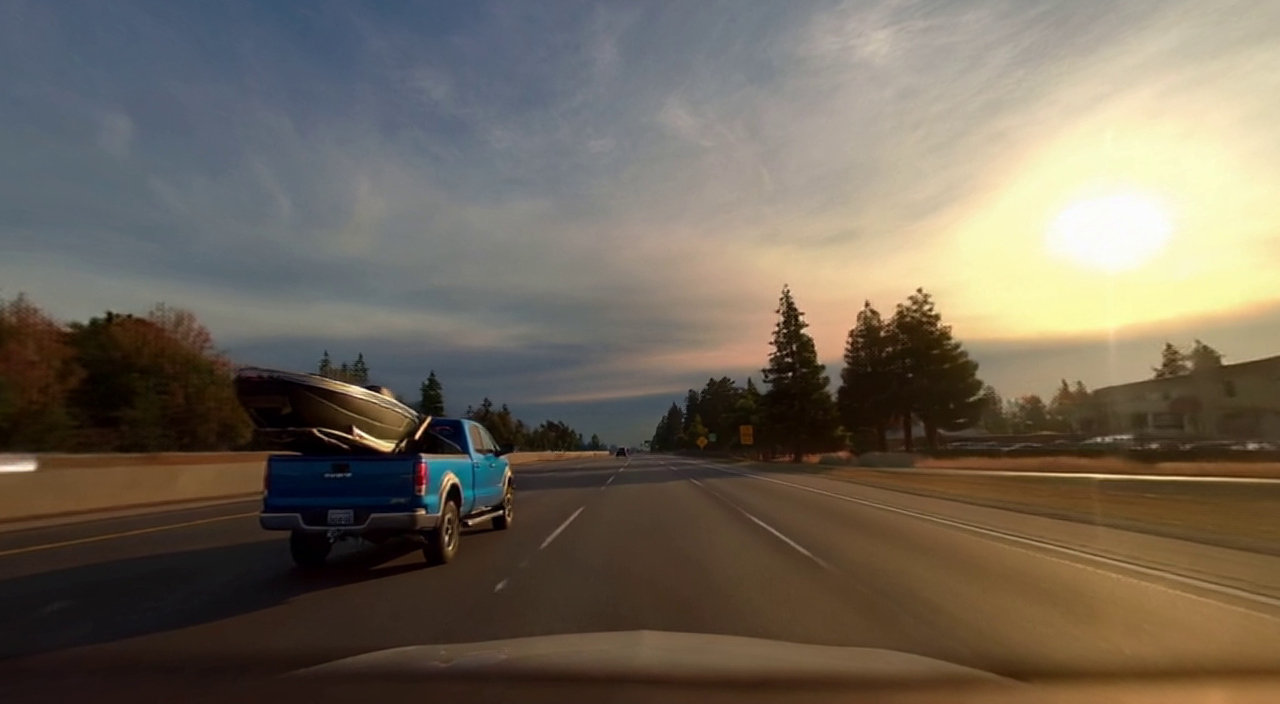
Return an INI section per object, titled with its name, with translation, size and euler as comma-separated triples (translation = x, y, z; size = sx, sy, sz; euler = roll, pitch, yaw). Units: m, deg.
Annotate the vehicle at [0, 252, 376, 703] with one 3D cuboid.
[vehicle]
translation = -2.887, 0.645, 1.701
size = 1.919, 1.935, 5.609
euler = 0, -9, 0
